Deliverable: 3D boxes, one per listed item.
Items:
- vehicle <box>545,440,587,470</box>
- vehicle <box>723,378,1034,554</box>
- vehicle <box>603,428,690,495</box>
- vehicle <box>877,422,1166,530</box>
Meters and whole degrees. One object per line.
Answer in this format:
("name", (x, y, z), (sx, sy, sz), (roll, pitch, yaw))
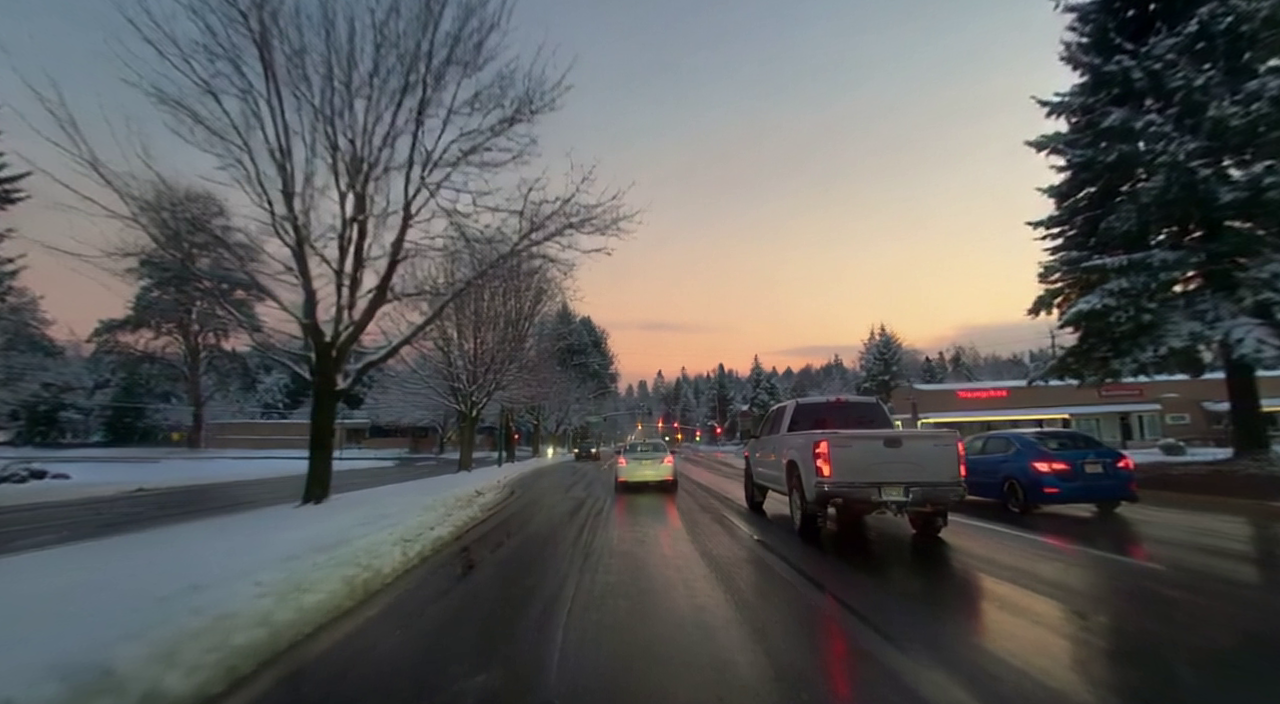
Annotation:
("vehicle", (-3.799, 5.342, 32.814), (1.960, 1.475, 4.161), (1, -9, -4))
("vehicle", (3.272, 1.817, 10.670), (2.731, 2.101, 6.047), (0, -9, -2))
("vehicle", (0.134, 3.017, 17.614), (2.145, 1.650, 4.021), (0, -9, -1))
("vehicle", (6.690, 2.234, 12.029), (2.349, 1.600, 5.066), (0, -8, 0))
